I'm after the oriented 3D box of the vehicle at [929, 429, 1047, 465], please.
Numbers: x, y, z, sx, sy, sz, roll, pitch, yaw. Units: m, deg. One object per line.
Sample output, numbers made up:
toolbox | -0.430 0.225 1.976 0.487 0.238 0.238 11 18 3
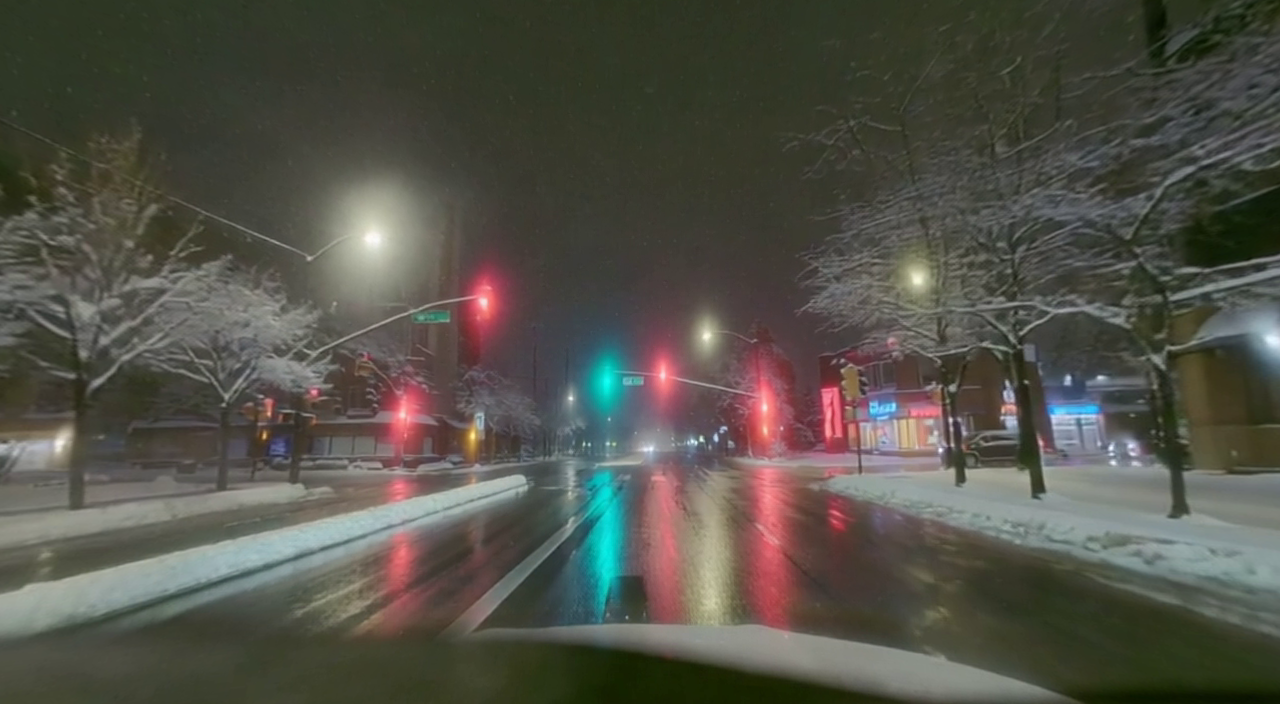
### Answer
vehicle | 17.765 4.870 32.329 4.836 1.795 1.957 0 -8 2
